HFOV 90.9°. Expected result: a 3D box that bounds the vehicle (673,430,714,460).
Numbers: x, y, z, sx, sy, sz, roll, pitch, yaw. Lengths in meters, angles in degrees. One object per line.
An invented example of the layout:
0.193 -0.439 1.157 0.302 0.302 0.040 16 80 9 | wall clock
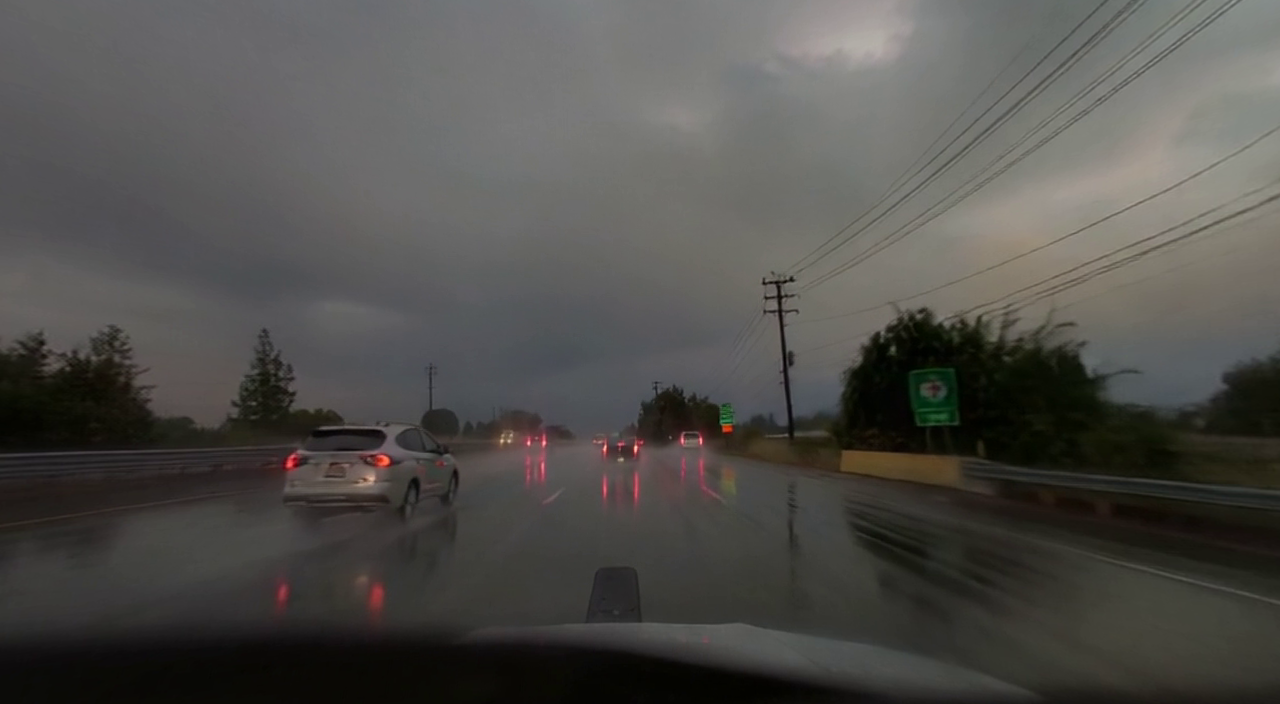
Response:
3.179 5.650 38.432 1.950 1.695 4.446 0 -8 -2 | vehicle

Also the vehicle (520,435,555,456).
-7.769 7.100 48.097 1.992 1.494 4.133 0 -8 0 | vehicle

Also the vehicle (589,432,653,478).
-0.636 3.580 22.231 2.086 1.488 3.440 0 -8 -1 | vehicle

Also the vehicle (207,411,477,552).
-4.019 1.800 9.585 1.901 1.601 4.610 0 -8 -1 | vehicle
